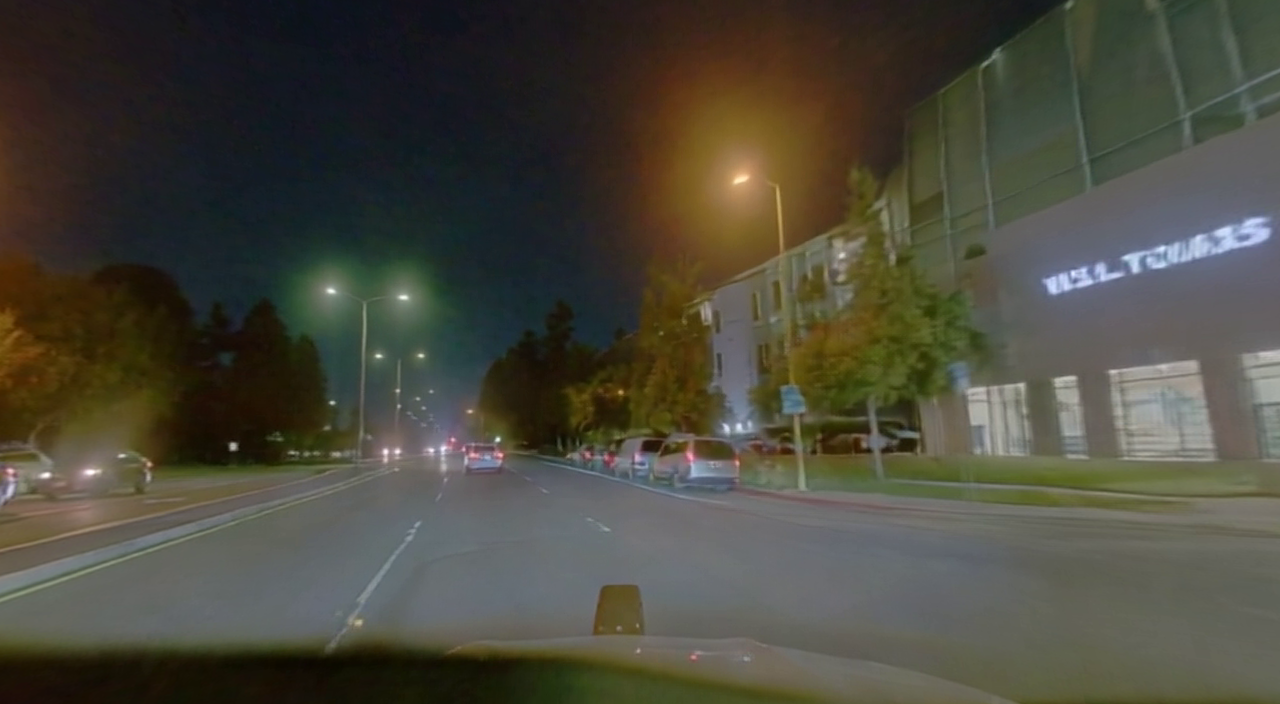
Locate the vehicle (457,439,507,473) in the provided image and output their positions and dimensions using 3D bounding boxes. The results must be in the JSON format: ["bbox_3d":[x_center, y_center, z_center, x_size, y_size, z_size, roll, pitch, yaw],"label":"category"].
[{"bbox_3d":[-8.253,5.334,32.692,2.197,1.642,4.312,3,-9,-17],"label":"vehicle"}]

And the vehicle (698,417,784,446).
[{"bbox_3d":[6.351,5.061,39.868,4.851,1.737,2.189,3,-9,-18],"label":"vehicle"}]

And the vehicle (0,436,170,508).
[{"bbox_3d":[-15.932,3.324,18.044,2.275,1.752,4.858,2,-9,-15],"label":"vehicle"}]
